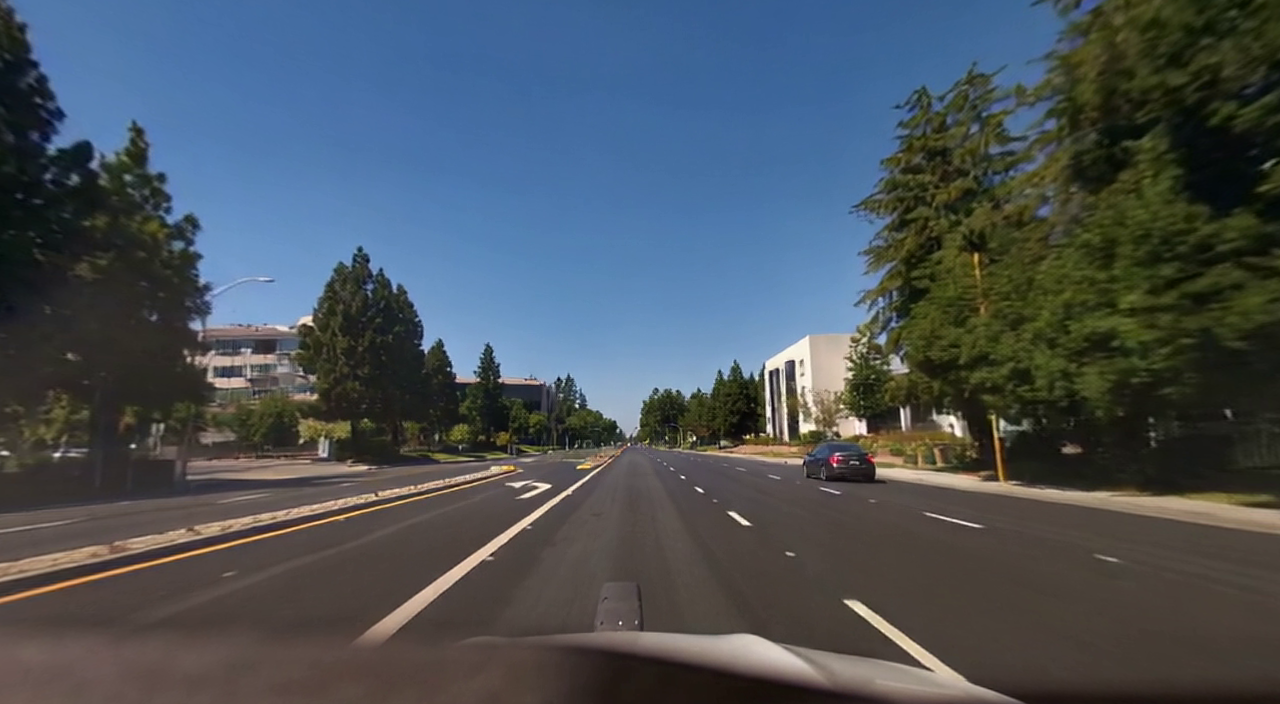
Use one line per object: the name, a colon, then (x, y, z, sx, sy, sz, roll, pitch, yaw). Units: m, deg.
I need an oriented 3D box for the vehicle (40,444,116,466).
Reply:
vehicle: (-41.549, 7.591, 46.636, 3.662, 1.533, 1.819, 3, -9, -19)

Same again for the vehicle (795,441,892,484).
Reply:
vehicle: (7.431, 4.071, 23.546, 2.054, 1.421, 4.487, 0, -8, -1)
